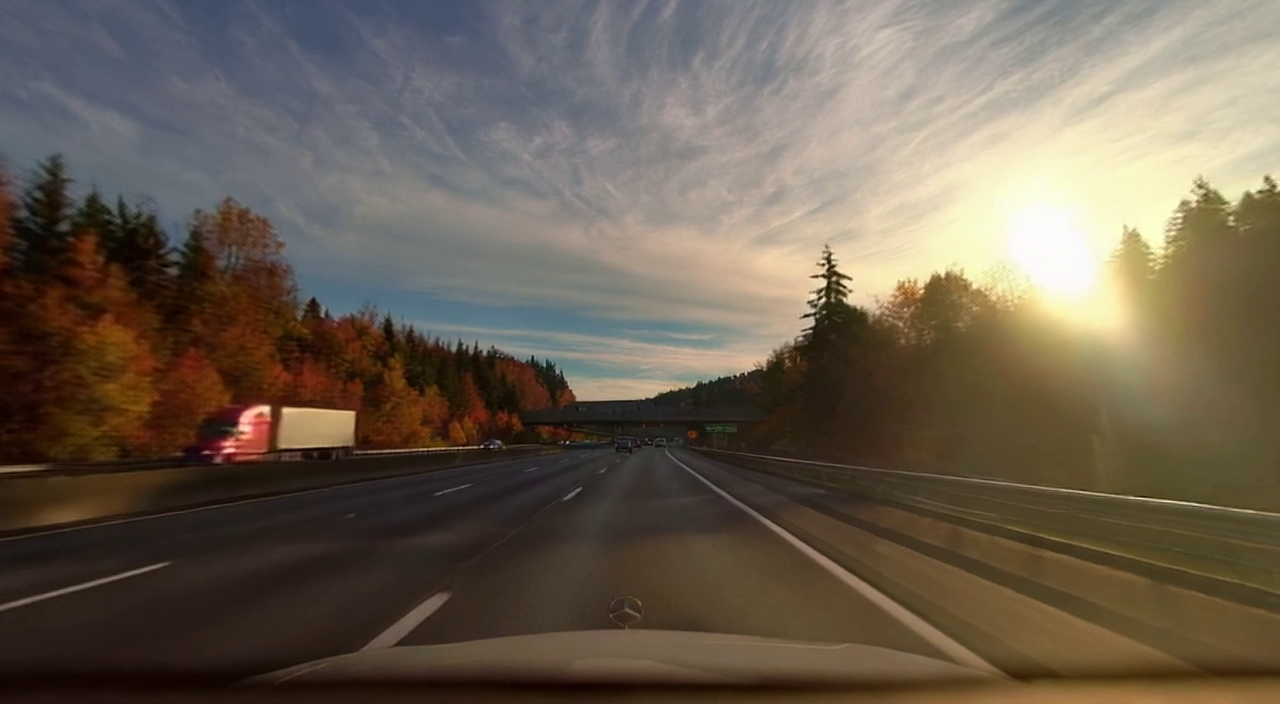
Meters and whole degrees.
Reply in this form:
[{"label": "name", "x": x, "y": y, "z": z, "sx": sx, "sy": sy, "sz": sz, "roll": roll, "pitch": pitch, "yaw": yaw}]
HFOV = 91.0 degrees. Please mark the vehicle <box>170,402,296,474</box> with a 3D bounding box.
[{"label": "vehicle", "x": -22.861, "y": 4.918, "z": 35.817, "sx": 2.967, "sy": 3.721, "sz": 5.967, "roll": 0, "pitch": -8, "yaw": 1}]
